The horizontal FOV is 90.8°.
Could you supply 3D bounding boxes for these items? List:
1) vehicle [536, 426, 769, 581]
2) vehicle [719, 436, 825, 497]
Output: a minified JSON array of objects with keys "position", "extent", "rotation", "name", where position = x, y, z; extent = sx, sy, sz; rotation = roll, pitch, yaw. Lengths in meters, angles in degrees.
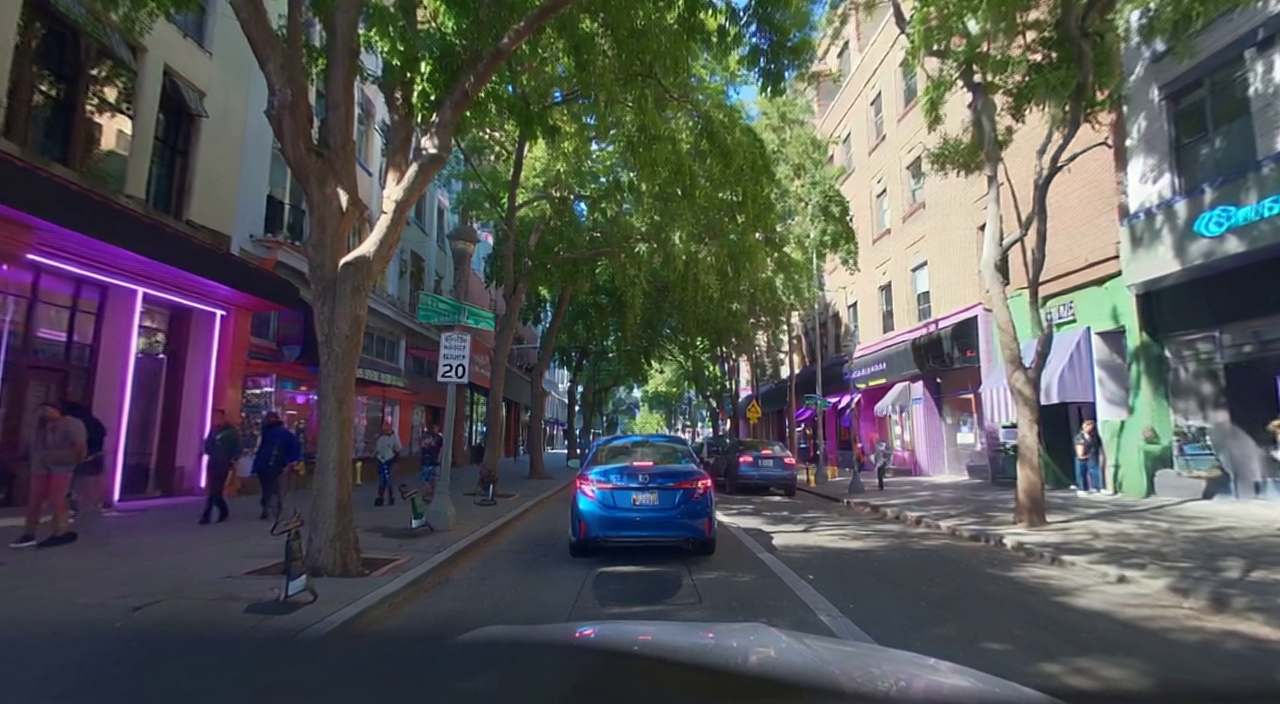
[{"position":[0.090,1.782,8.269],"extent":[2.261,1.474,4.130],"rotation":[0,-9,-1],"name":"vehicle"},{"position":[3.616,3.217,18.172],"extent":[2.025,1.523,4.426],"rotation":[0,-9,-1],"name":"vehicle"}]
